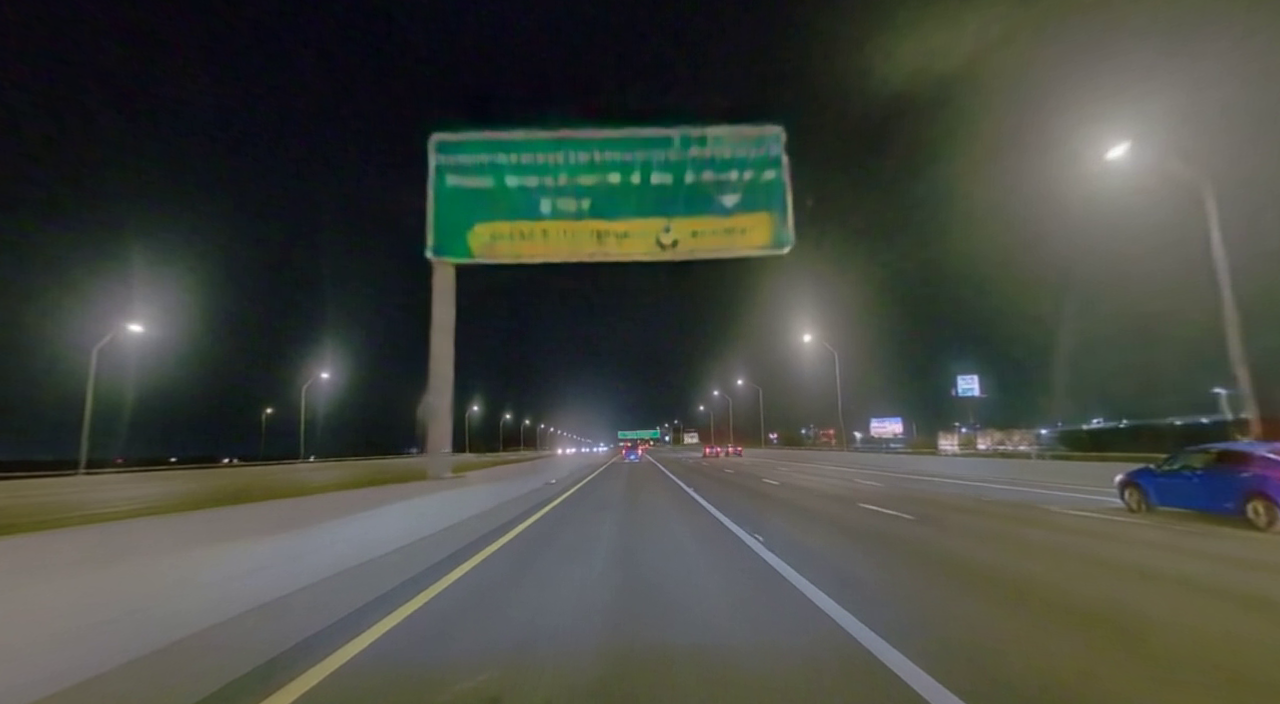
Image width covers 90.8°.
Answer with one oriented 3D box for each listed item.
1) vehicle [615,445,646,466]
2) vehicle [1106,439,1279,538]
[{"bbox_3d":[-0.607,7.007,42.855,2.004,1.259,3.781,0,-8,0],"label":"vehicle"},{"bbox_3d":[10.719,2.234,10.701,2.024,1.481,4.747,0,-8,0],"label":"vehicle"}]
